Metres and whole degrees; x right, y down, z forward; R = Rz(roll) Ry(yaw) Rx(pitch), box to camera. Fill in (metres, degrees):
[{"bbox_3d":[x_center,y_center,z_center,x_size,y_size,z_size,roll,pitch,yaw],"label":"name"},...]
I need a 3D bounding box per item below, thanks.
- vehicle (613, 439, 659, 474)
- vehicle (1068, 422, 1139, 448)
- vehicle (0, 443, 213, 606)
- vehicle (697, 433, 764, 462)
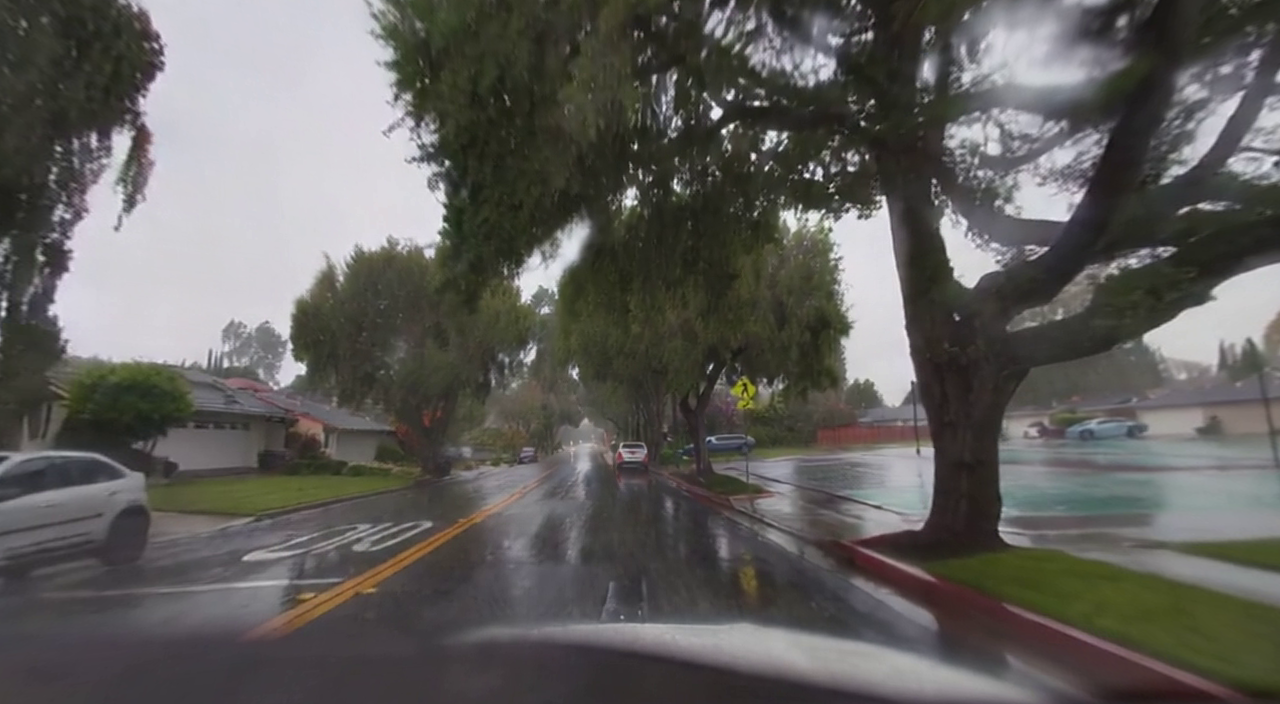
[{"bbox_3d":[-0.294,5.733,34.865,2.204,1.776,4.262,1,-9,-5],"label":"vehicle"},{"bbox_3d":[30.884,5.554,42.042,4.481,1.634,1.973,5,-10,-29],"label":"vehicle"},{"bbox_3d":[-7.308,1.832,7.107,2.065,1.555,4.569,-1,-8,-4],"label":"vehicle"},{"bbox_3d":[6.363,6.634,44.210,4.390,1.696,1.954,1,-8,-35],"label":"vehicle"}]
